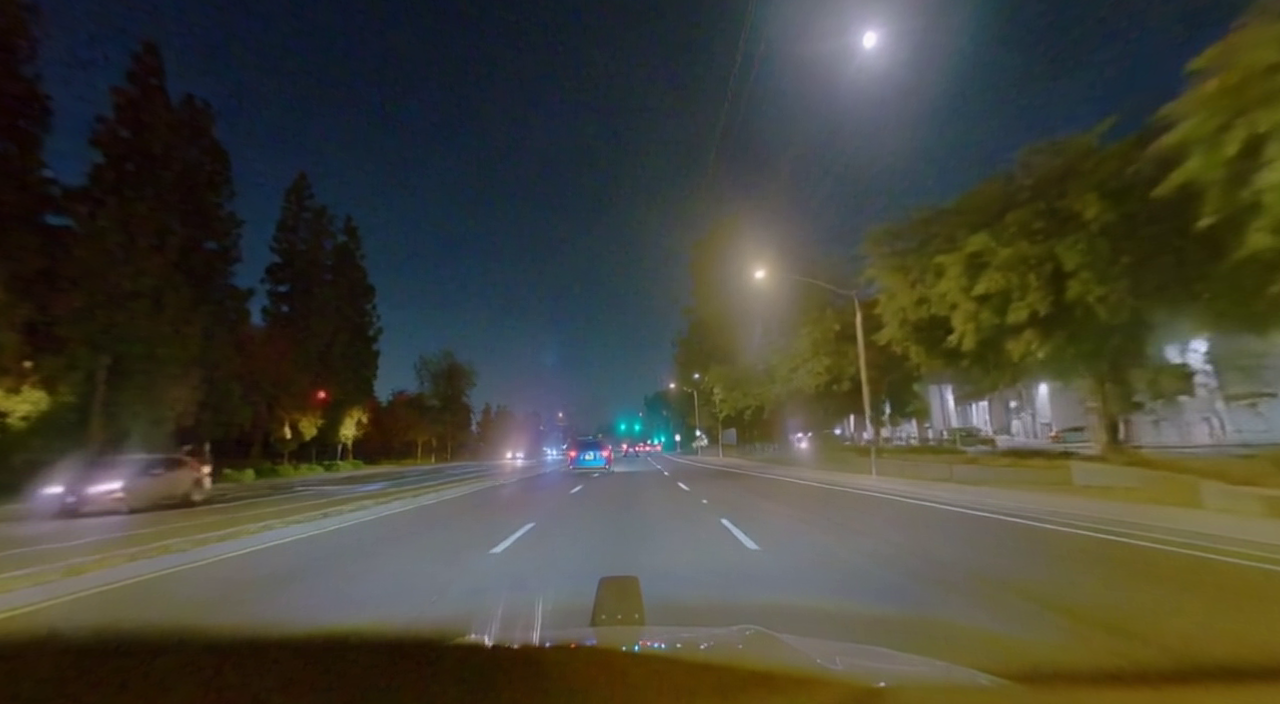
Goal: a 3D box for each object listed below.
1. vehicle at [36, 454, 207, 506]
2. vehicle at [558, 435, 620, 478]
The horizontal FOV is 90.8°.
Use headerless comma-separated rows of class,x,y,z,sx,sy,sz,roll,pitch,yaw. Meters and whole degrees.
vehicle,-17.151,4.214,21.299,1.895,1.502,4.711,1,-9,-2
vehicle,-2.110,4.505,27.337,2.174,1.703,4.231,0,-9,2
